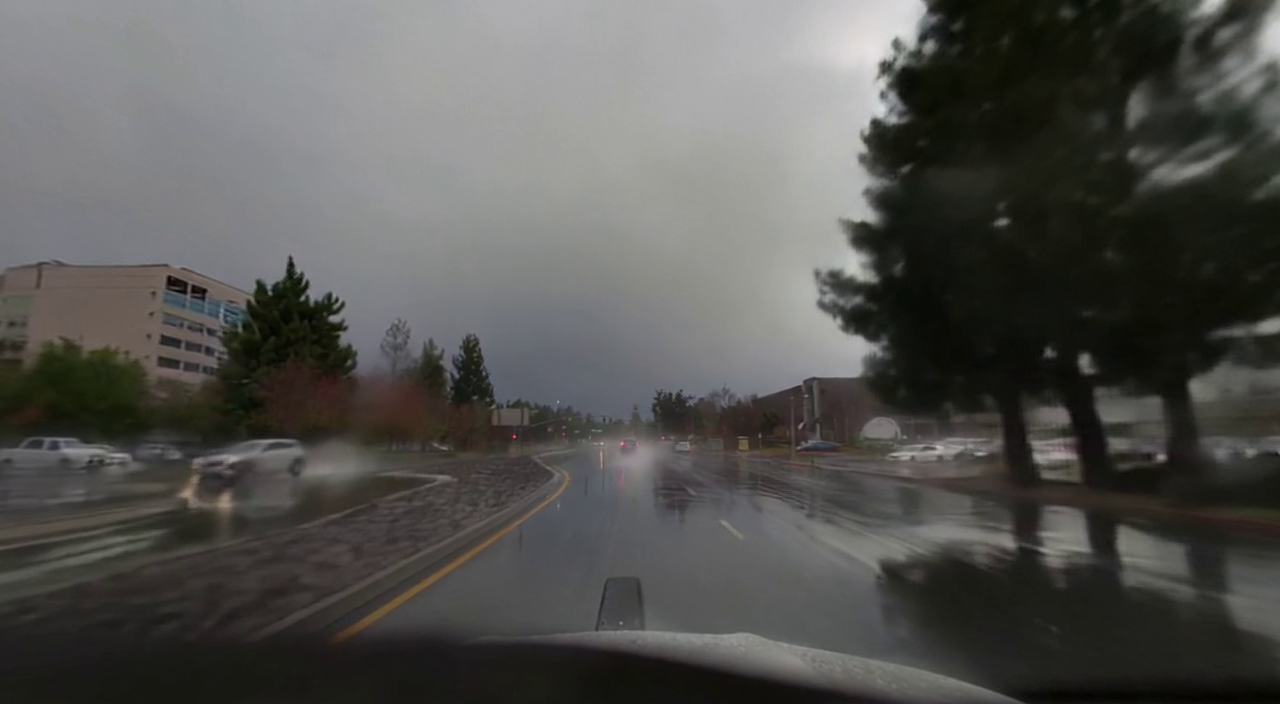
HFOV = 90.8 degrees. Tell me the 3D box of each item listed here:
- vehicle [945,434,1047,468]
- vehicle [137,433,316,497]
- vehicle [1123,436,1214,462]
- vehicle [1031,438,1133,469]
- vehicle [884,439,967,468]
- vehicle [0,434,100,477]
[{"bbox_3d":[21.249,5.959,38.093,2.150,1.812,5.372,0,-8,-13],"label":"vehicle"},{"bbox_3d":[-13.239,3.628,20.444,4.497,1.774,1.958,-3,-9,3],"label":"vehicle"},{"bbox_3d":[34.053,6.254,40.873,1.774,1.551,4.340,1,-9,-7],"label":"vehicle"},{"bbox_3d":[24.670,5.630,35.510,1.988,1.617,4.524,1,-8,-10],"label":"vehicle"},{"bbox_3d":[16.460,5.876,36.765,1.966,1.583,4.568,2,-9,-13],"label":"vehicle"},{"bbox_3d":[-40.701,6.911,42.425,6.096,2.729,2.827,0,-8,-1],"label":"vehicle"}]
